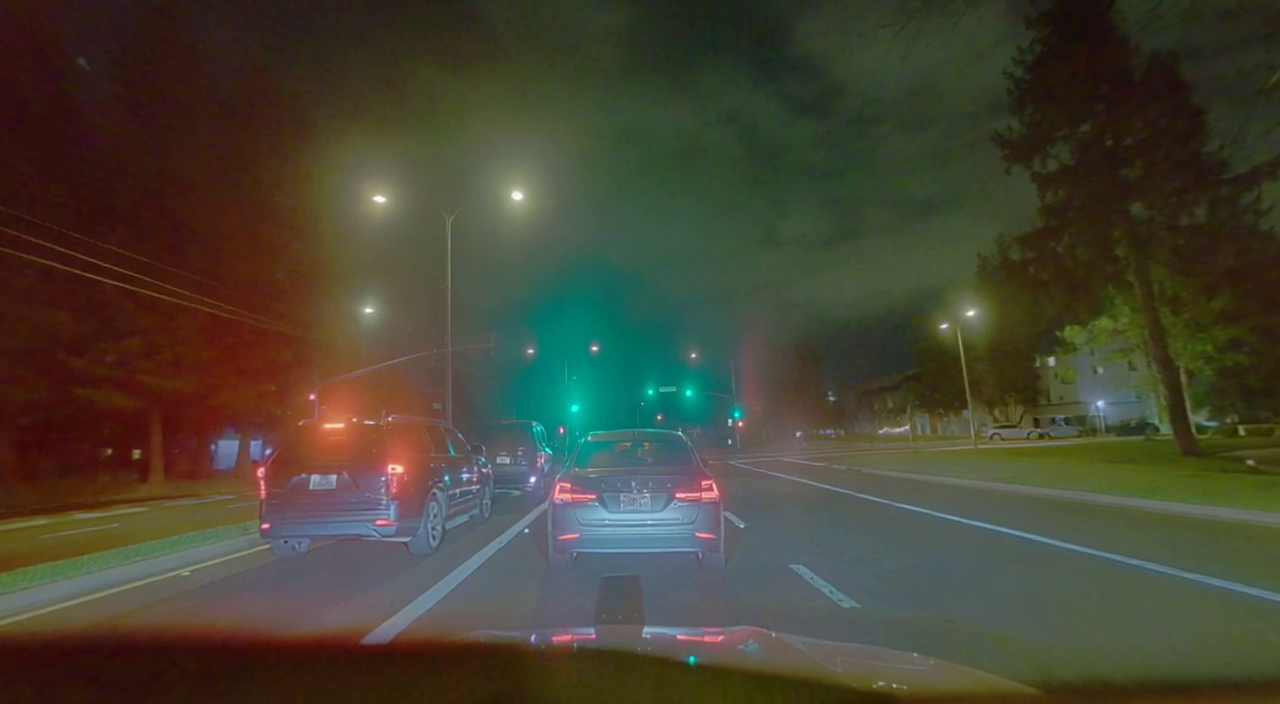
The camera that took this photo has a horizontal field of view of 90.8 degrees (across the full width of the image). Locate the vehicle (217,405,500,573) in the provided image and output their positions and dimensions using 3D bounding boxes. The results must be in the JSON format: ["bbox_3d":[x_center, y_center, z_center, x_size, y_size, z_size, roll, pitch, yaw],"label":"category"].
[{"bbox_3d":[-3.426,1.750,8.815,2.046,1.751,4.208,0,-8,-1],"label":"vehicle"}]

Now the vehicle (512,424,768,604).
[{"bbox_3d":[-0.054,1.644,7.312,2.126,1.475,3.967,0,-8,-2],"label":"vehicle"}]
